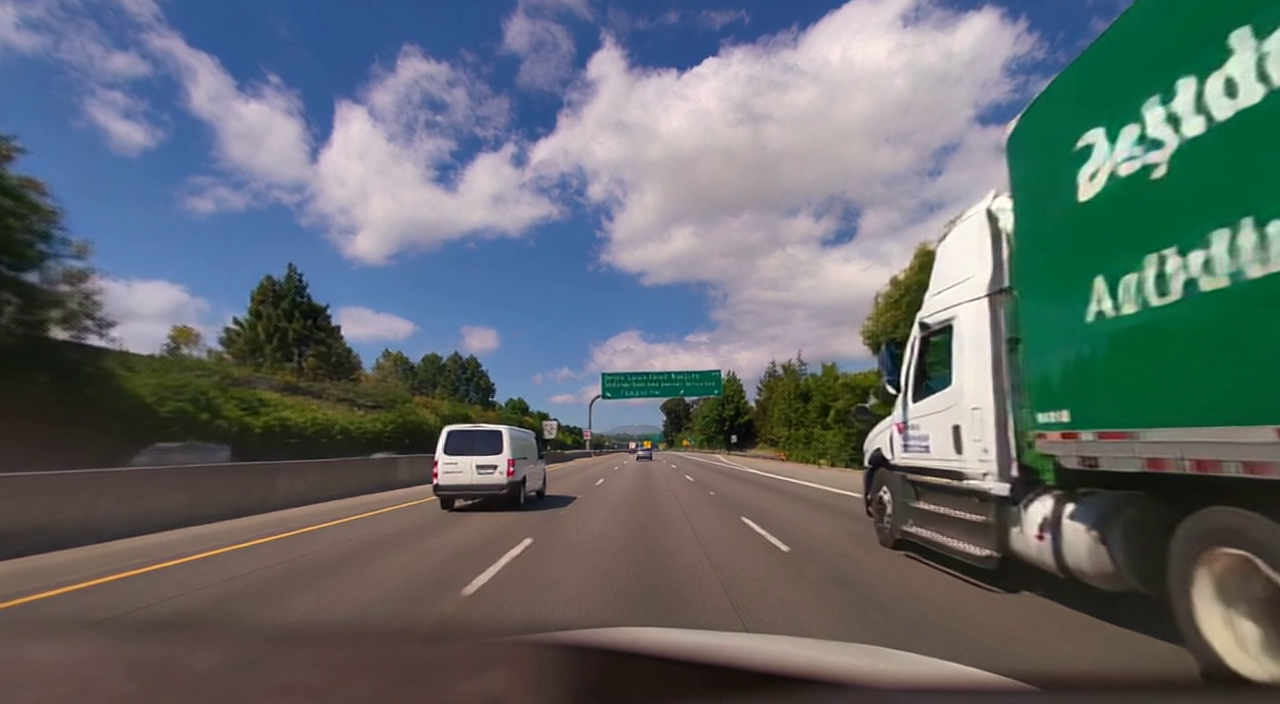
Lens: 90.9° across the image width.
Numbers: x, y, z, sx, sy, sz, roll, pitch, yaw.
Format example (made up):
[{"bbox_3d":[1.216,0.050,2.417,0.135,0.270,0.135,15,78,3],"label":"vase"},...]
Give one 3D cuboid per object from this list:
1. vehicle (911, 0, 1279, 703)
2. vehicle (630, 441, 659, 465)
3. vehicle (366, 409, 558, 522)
[{"bbox_3d":[4.159,-0.144,2.455,3.007,3.949,7.005,0,-9,0],"label":"vehicle"},{"bbox_3d":[0.290,7.485,46.628,2.067,1.690,3.901,0,-9,-1],"label":"vehicle"},{"bbox_3d":[-3.433,2.391,13.767,2.572,1.927,5.803,0,-9,-1],"label":"vehicle"}]
